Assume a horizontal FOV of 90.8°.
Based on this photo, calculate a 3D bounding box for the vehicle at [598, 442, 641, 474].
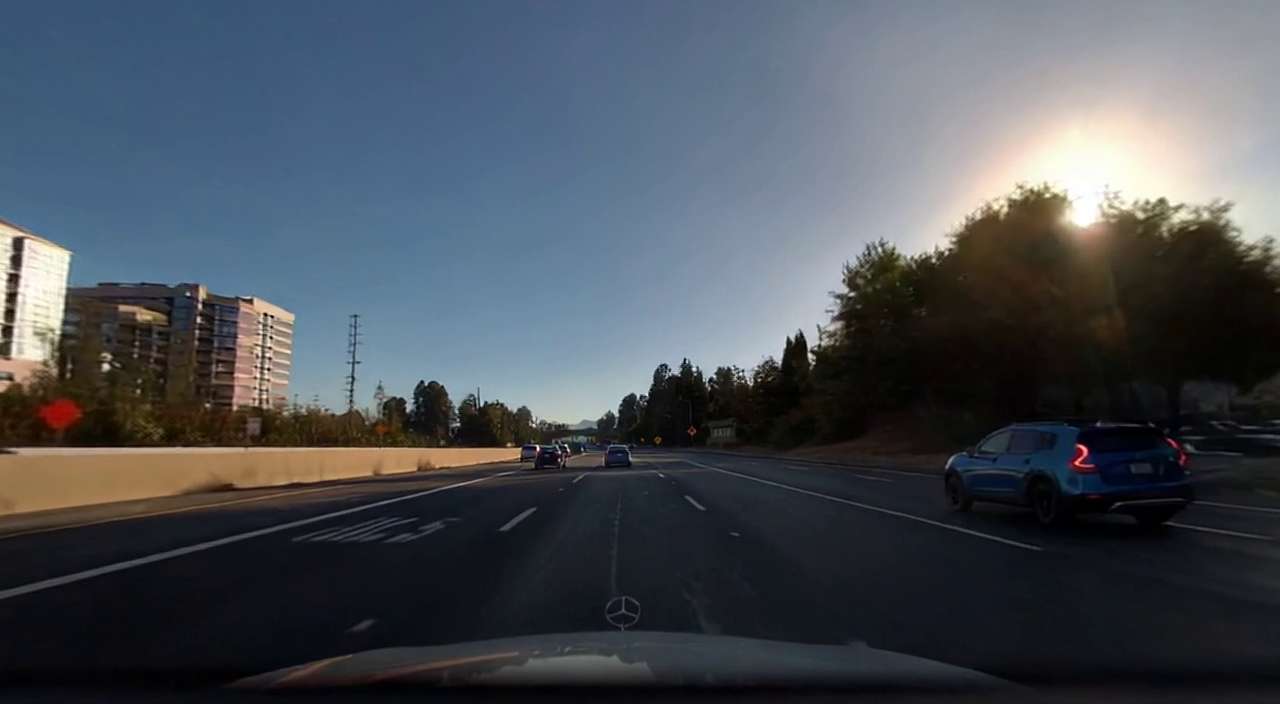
[{"bbox_3d":[-1.047,5.342,31.975,1.997,1.485,4.094,0,-9,-2],"label":"vehicle"}]

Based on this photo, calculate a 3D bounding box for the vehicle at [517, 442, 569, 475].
[{"bbox_3d":[-4.689,5.210,31.205,1.886,1.465,4.625,0,-9,-1],"label":"vehicle"}]

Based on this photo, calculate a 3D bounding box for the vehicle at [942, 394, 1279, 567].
[{"bbox_3d":[6.612,1.698,9.077,2.028,1.801,4.741,0,-9,-2],"label":"vehicle"}]
